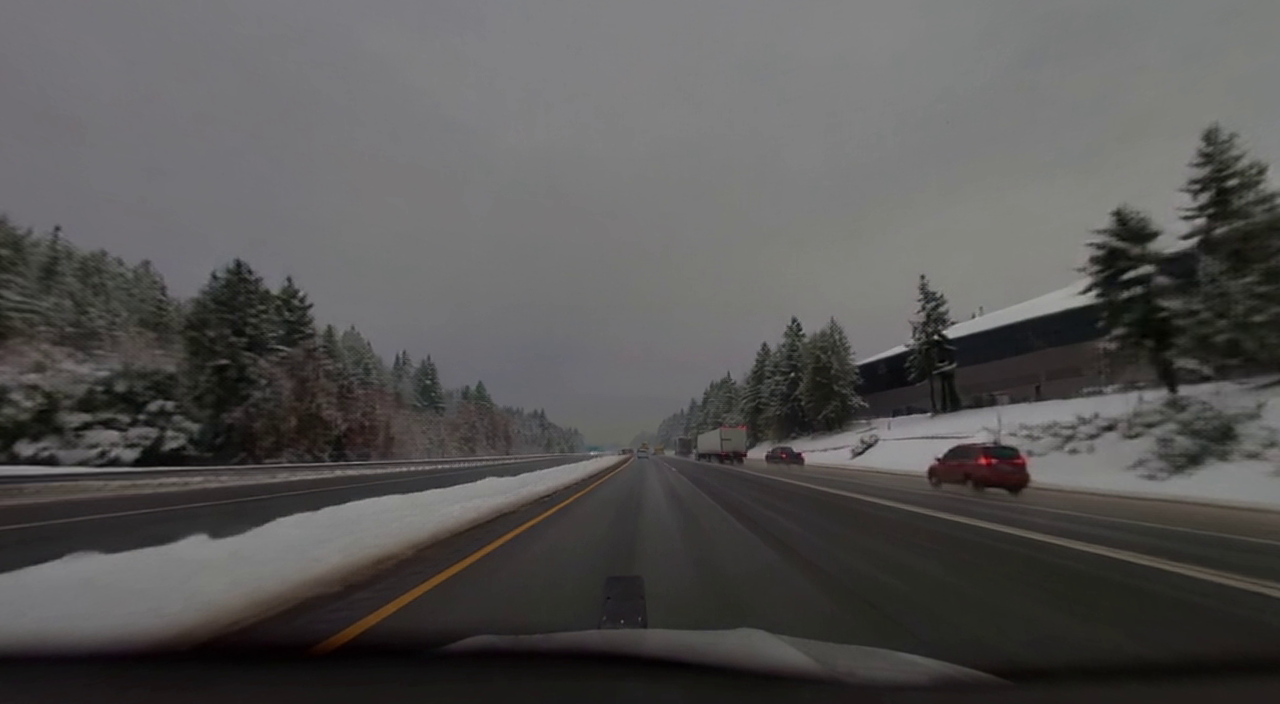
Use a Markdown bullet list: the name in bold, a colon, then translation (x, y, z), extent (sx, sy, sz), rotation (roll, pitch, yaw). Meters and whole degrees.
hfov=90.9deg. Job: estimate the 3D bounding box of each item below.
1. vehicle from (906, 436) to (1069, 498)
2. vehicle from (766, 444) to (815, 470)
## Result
- **vehicle**: translation (10.436, 3.483, 19.520), extent (2.127, 1.646, 4.926), rotation (0, -9, -1)
- **vehicle**: translation (10.393, 7.281, 43.903), extent (2.129, 1.735, 4.880), rotation (0, -9, -1)
